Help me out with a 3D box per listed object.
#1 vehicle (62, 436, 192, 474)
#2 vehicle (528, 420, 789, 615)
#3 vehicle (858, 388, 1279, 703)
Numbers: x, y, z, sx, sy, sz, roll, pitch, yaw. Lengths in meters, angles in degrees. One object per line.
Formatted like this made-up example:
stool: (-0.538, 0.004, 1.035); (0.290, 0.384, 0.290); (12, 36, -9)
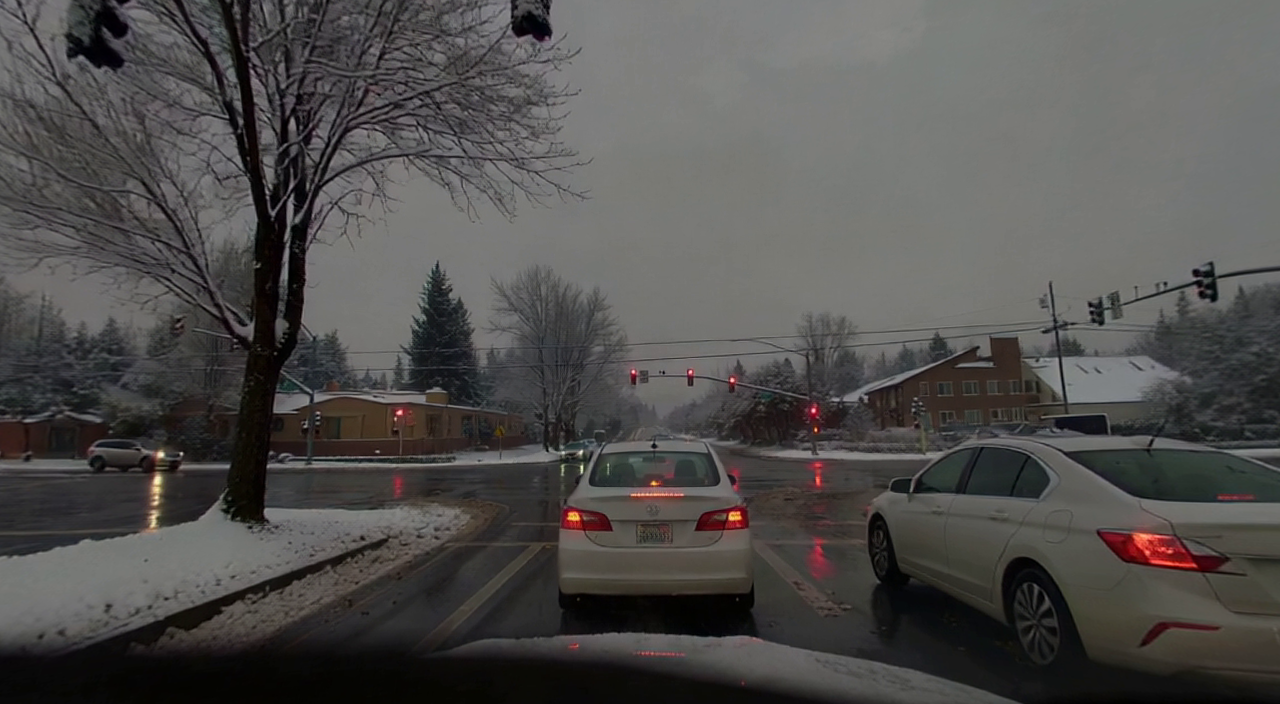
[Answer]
vehicle: (-24.288, 4.871, 29.981); (4.450, 1.684, 1.894); (0, -8, 0)
vehicle: (0.103, 1.564, 6.870); (2.017, 1.485, 3.813); (0, -8, -1)
vehicle: (3.173, 1.120, 3.892); (1.931, 1.493, 4.555); (0, -8, -1)
